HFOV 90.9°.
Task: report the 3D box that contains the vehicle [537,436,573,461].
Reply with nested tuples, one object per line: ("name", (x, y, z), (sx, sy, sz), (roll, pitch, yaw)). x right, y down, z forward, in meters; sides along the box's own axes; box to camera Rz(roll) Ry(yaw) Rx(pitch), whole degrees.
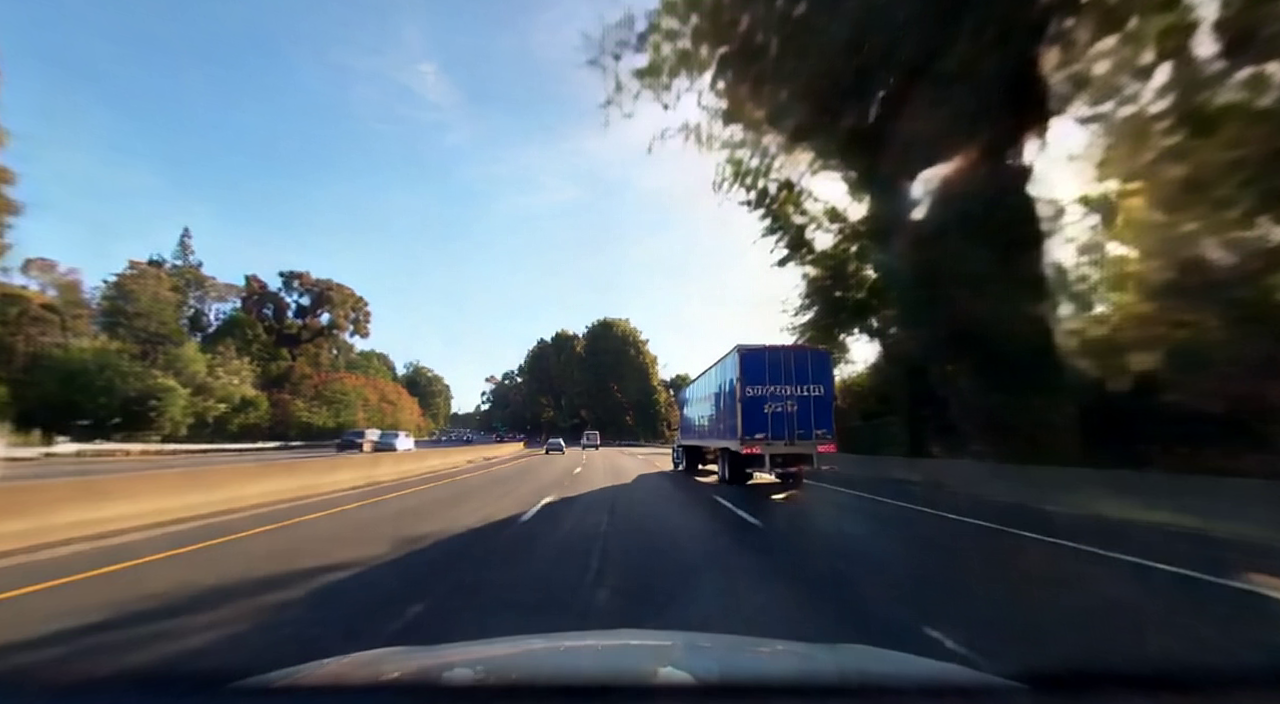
("vehicle", (-5.686, 6.489, 42.556), (2.030, 1.547, 3.862), (1, -8, -3))

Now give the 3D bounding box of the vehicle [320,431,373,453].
("vehicle", (-20.633, 6.362, 44.455), (2.009, 1.489, 3.977), (1, -8, -3))

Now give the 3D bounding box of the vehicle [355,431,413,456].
("vehicle", (-16.116, 5.780, 39.996), (1.917, 1.485, 4.686), (1, -8, -3))

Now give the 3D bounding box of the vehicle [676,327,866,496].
("vehicle", (3.538, 2.366, 22.307), (2.910, 4.051, 14.278), (1, -8, -3))
